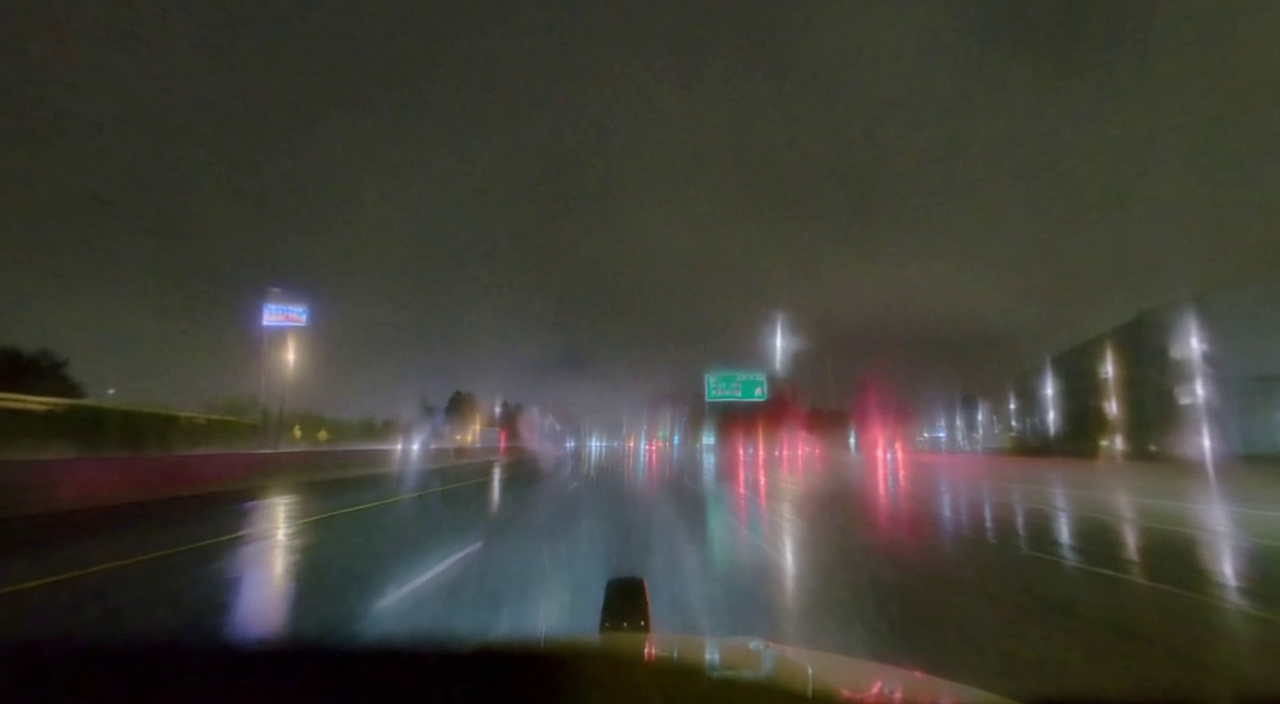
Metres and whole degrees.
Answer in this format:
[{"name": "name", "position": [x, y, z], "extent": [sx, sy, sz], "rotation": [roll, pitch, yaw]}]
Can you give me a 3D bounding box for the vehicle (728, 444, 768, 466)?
[{"name": "vehicle", "position": [7.746, 7.428, 45.700], "extent": [2.056, 1.465, 4.304], "rotation": [0, -8, -1]}]
